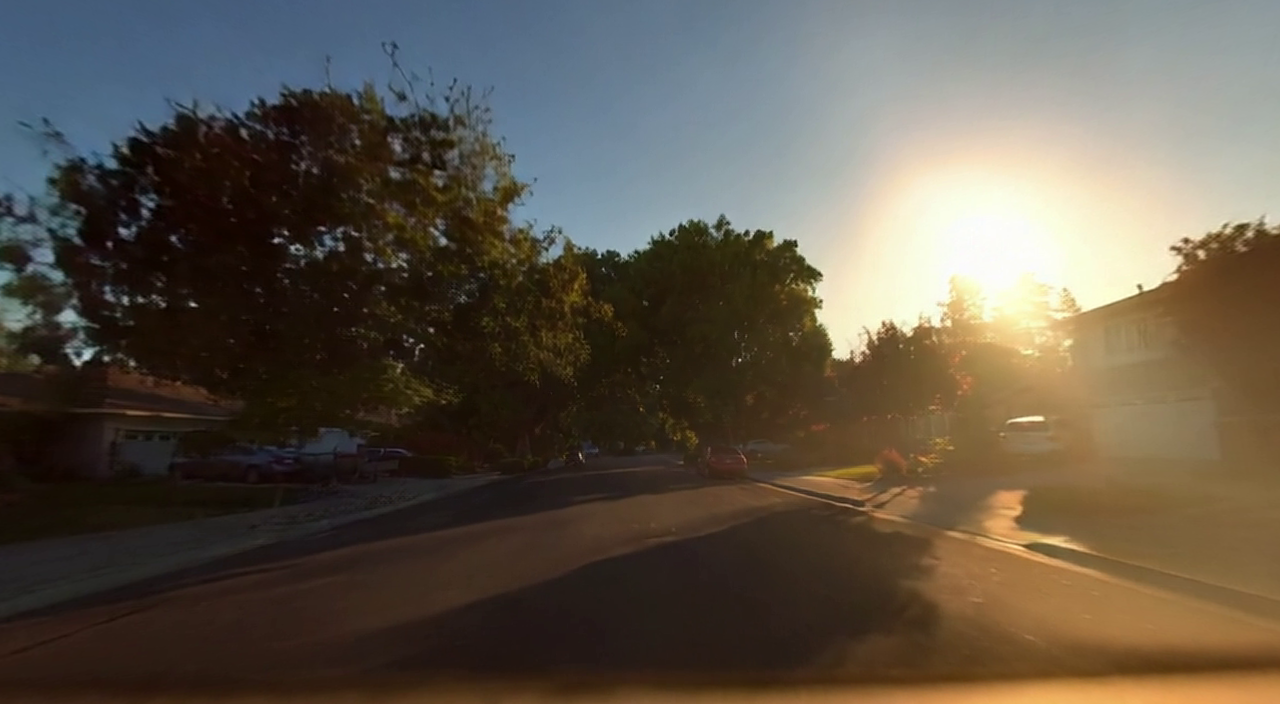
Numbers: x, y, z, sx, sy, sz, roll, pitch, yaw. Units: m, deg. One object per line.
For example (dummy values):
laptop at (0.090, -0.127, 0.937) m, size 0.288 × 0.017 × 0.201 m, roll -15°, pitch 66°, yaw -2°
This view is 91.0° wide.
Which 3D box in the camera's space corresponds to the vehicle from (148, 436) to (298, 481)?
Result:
vehicle at (-15.825, 4.044, 24.146) m, size 2.018 × 1.534 × 4.253 m, roll -5°, pitch -10°, yaw 27°

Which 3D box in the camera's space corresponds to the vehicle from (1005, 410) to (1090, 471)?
vehicle at (14.820, 3.234, 22.939) m, size 2.222 × 1.963 × 4.670 m, roll -6°, pitch -10°, yaw 32°

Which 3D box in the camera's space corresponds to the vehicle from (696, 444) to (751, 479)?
vehicle at (3.833, 5.106, 29.611) m, size 2.011 × 1.521 × 4.292 m, roll 0°, pitch -9°, yaw 1°

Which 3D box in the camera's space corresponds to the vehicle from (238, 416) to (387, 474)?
vehicle at (-16.805, 4.830, 32.478) m, size 6.381 × 2.645 × 2.703 m, roll -3°, pitch -9°, yaw 10°
